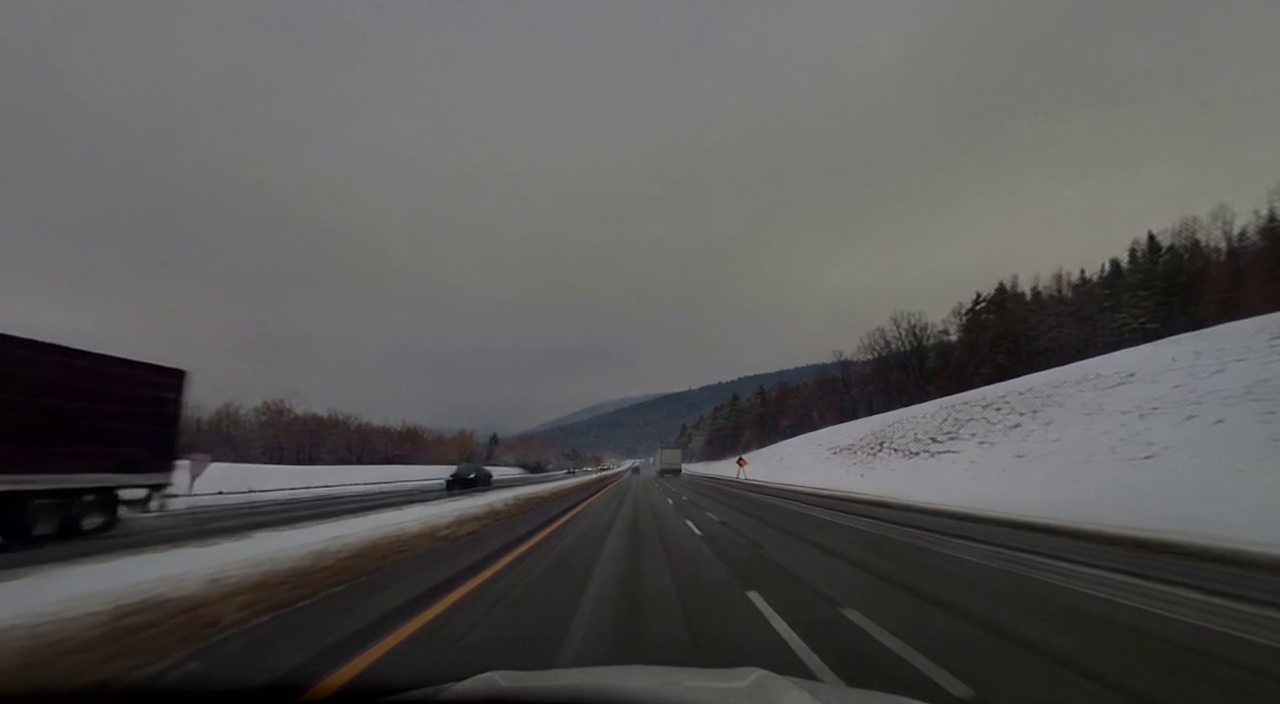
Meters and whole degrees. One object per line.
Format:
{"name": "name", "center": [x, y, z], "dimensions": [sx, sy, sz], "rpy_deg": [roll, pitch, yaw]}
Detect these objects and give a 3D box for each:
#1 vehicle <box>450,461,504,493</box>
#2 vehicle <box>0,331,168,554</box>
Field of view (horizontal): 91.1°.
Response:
{"name": "vehicle", "center": [-9.486, 7.272, 36.815], "dimensions": [1.971, 1.714, 4.230], "rpy_deg": [1, -10, 0]}
{"name": "vehicle", "center": [-13.478, 1.109, 8.659], "dimensions": [2.913, 4.108, 14.085], "rpy_deg": [1, -10, 0]}
